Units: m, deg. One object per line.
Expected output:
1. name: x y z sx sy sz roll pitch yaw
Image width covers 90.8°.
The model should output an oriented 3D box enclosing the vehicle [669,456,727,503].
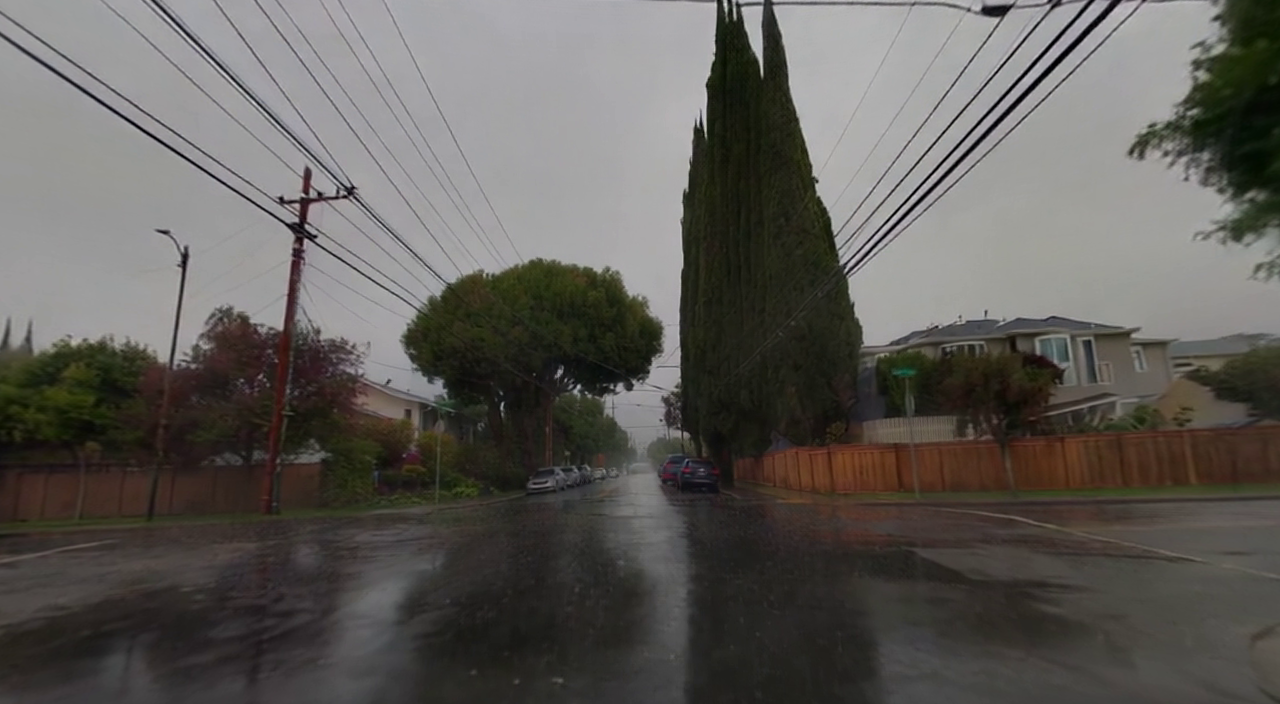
1. vehicle: 2.573 5.801 29.187 2.051 1.874 4.459 0 -8 -2

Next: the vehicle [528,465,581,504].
1. vehicle: -4.314 6.788 32.712 2.189 1.771 4.571 0 -9 -1
